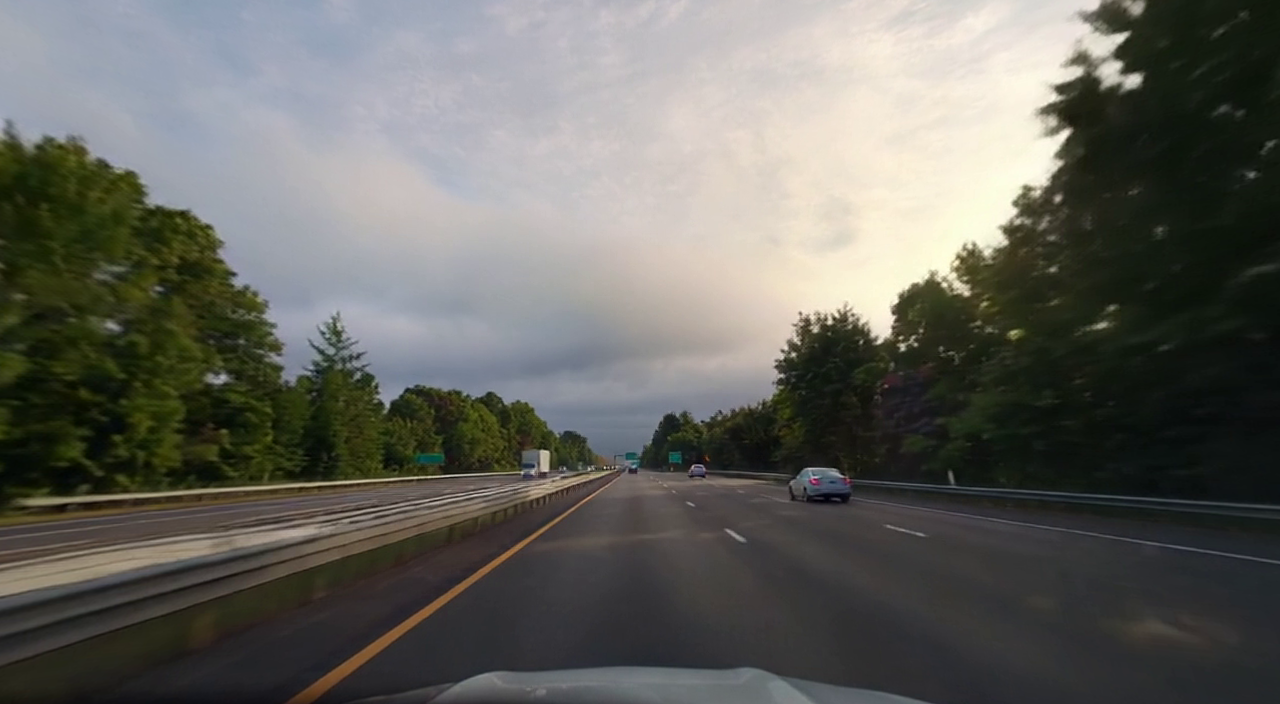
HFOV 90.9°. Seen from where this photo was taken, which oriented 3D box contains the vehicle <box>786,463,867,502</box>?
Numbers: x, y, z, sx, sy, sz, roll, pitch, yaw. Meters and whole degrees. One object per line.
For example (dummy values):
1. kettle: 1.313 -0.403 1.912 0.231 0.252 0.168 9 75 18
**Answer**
1. vehicle: 7.827 5.514 26.930 2.024 1.476 4.352 1 -10 -1
